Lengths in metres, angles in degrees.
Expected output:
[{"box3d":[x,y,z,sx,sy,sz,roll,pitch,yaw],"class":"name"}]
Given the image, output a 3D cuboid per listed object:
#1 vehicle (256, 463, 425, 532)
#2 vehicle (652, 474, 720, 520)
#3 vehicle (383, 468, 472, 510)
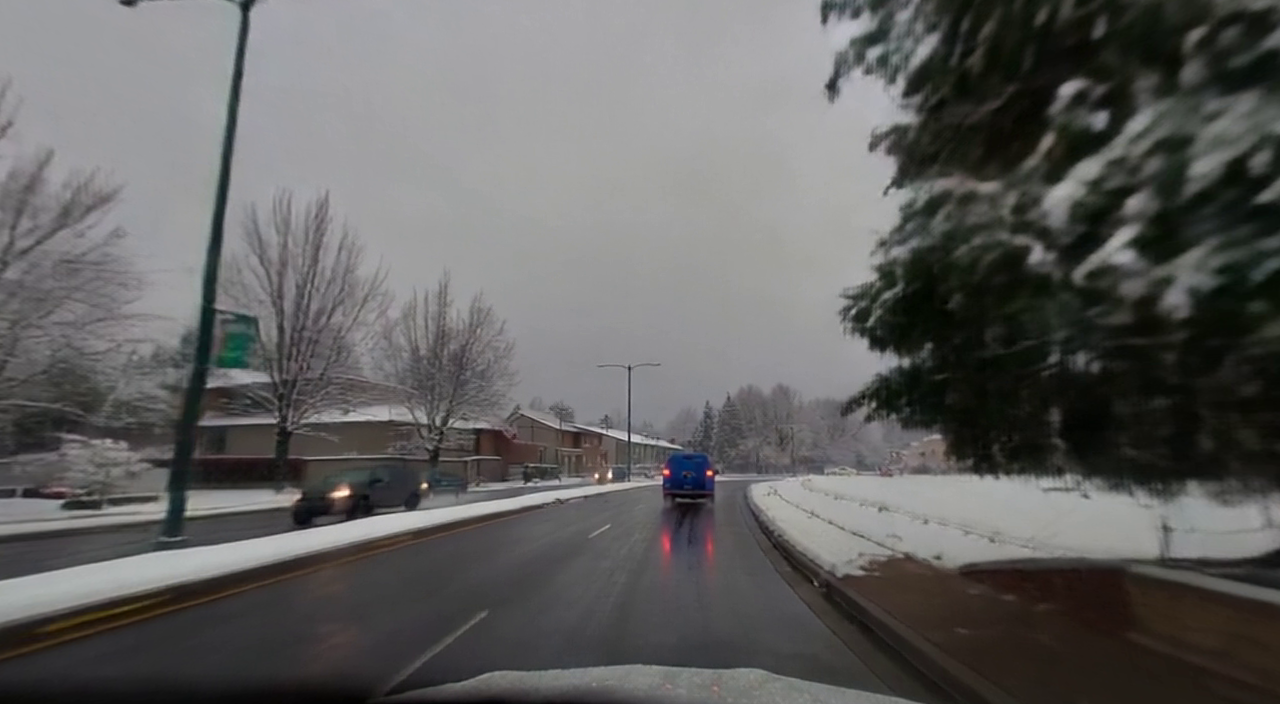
[{"box3d":[-7.556,3.732,16.518,1.870,1.518,4.390,-2,-11,7],"class":"vehicle"},{"box3d":[1.662,4.695,20.880,1.972,1.250,5.282,-1,-11,7],"class":"vehicle"},{"box3d":[-9.173,5.952,27.649,1.856,1.569,4.572,-6,-11,7],"class":"vehicle"}]
